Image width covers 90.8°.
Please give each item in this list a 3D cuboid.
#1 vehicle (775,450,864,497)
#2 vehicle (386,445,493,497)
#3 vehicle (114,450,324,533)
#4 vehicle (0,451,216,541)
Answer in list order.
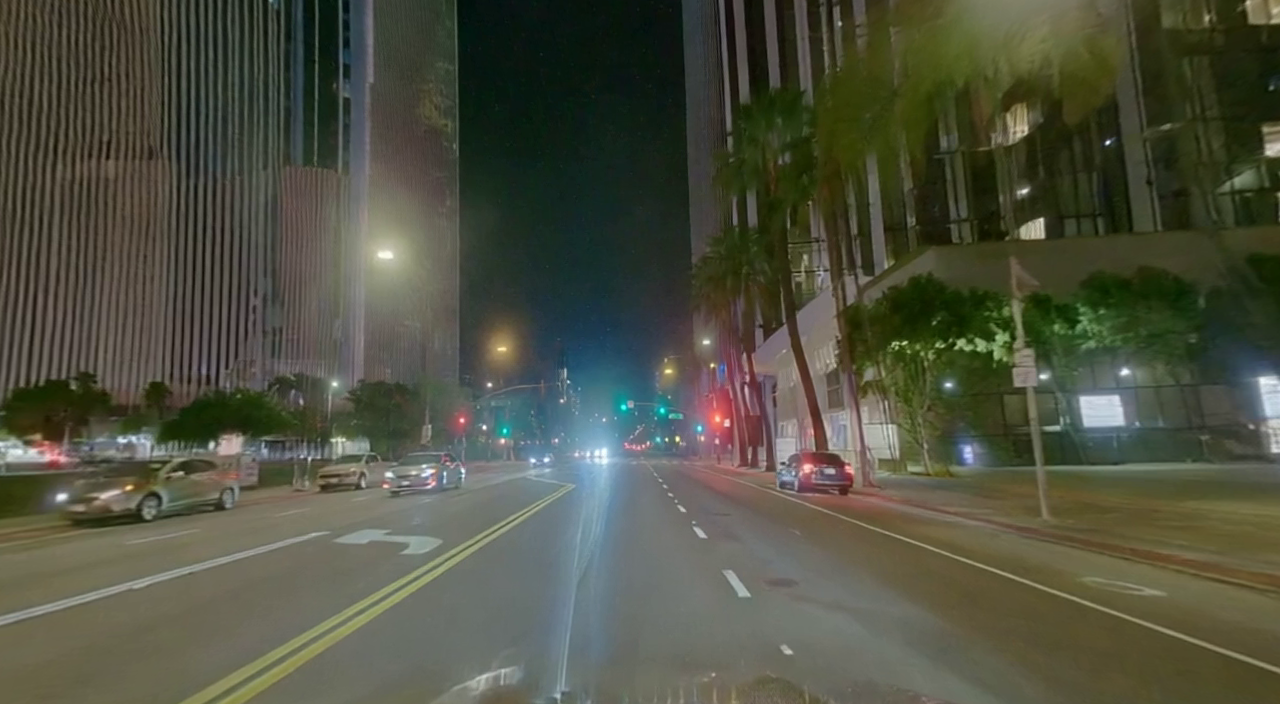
[{"bbox_3d":[5.655,3.855,20.387,1.784,1.350,3.677,0,-8,0],"label":"vehicle"},{"bbox_3d":[-6.502,3.882,21.090,2.069,1.512,4.406,0,-8,1],"label":"vehicle"},{"bbox_3d":[-9.938,3.266,15.522,1.952,1.531,4.750,-4,-8,0],"label":"vehicle"},{"bbox_3d":[-13.308,3.524,16.133,1.993,1.706,4.469,-6,-8,-2],"label":"vehicle"}]
